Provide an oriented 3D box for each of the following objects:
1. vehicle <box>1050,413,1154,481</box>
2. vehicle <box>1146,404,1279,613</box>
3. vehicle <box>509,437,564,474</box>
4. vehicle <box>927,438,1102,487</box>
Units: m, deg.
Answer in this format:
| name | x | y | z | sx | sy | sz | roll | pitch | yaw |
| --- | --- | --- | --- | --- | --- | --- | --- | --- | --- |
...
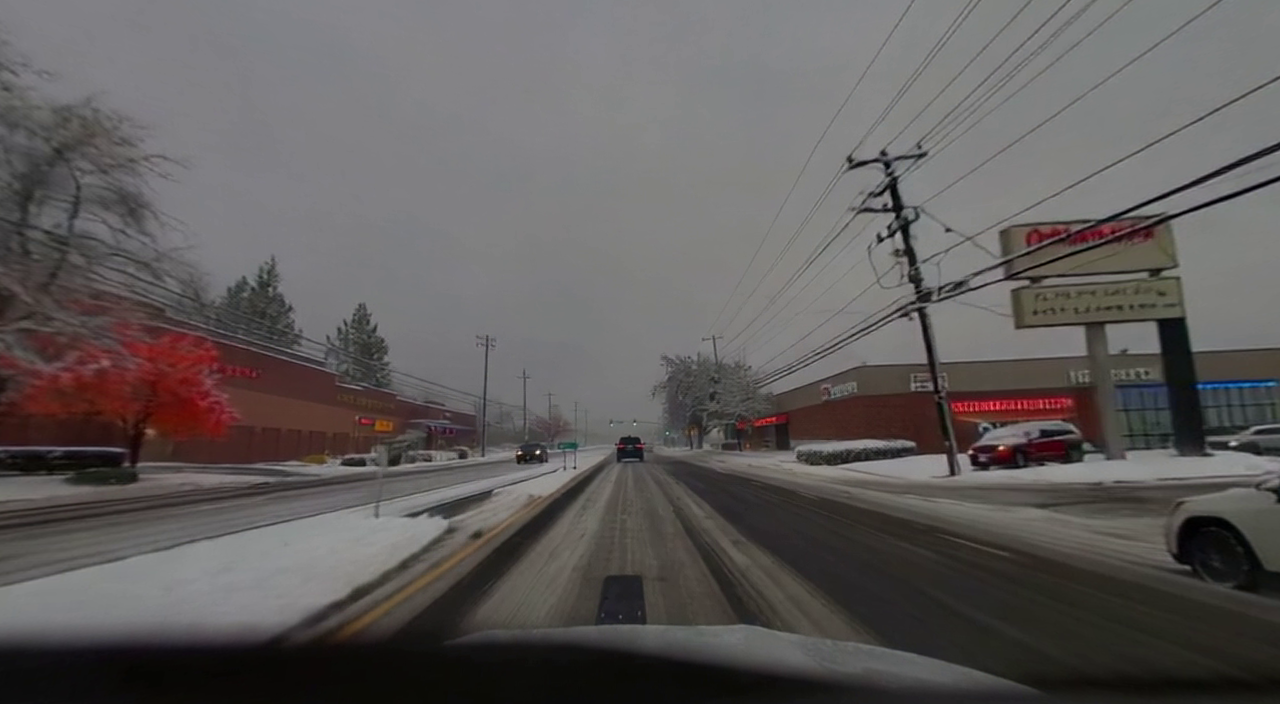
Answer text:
| name | x | y | z | sx | sy | sz | roll | pitch | yaw |
| --- | --- | --- | --- | --- | --- | --- | --- | --- | --- |
| vehicle | 19.135 | 3.932 | 26.245 | 2.918 | 2.614 | 1.930 | 3 | -9 | -18 |
| vehicle | 6.267 | 1.139 | 4.234 | 1.995 | 1.705 | 4.434 | 0 | -9 | 0 |
| vehicle | -5.737 | 5.775 | 35.647 | 2.278 | 1.828 | 4.970 | -2 | -8 | 0 |
| vehicle | 14.639 | 4.298 | 24.860 | 5.733 | 1.610 | 2.253 | 0 | -8 | -11 |
